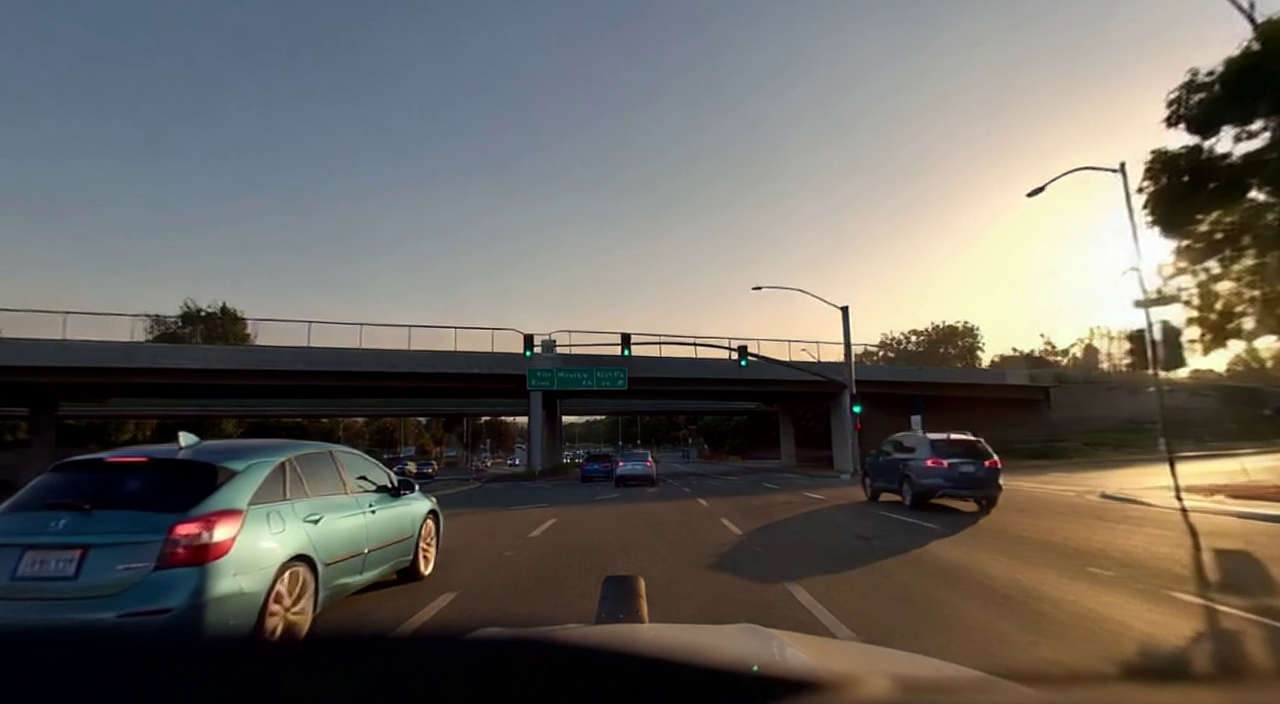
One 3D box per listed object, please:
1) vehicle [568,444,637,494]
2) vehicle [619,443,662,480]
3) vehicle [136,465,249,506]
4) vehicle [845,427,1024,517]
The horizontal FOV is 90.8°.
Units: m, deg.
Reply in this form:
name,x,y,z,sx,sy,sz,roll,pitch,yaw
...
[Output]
name,x,y,z,sx,sy,sz,roll,pitch,yaw
vehicle,-1.382,4.612,25.364,2.060,1.768,4.681,-1,-8,5
vehicle,0.120,6.375,37.188,2.342,2.026,4.642,-1,-8,2
vehicle,-19.443,5.783,27.706,1.857,1.534,4.221,0,-8,-1
vehicle,6.587,2.721,14.831,2.074,1.785,4.320,0,-8,0
